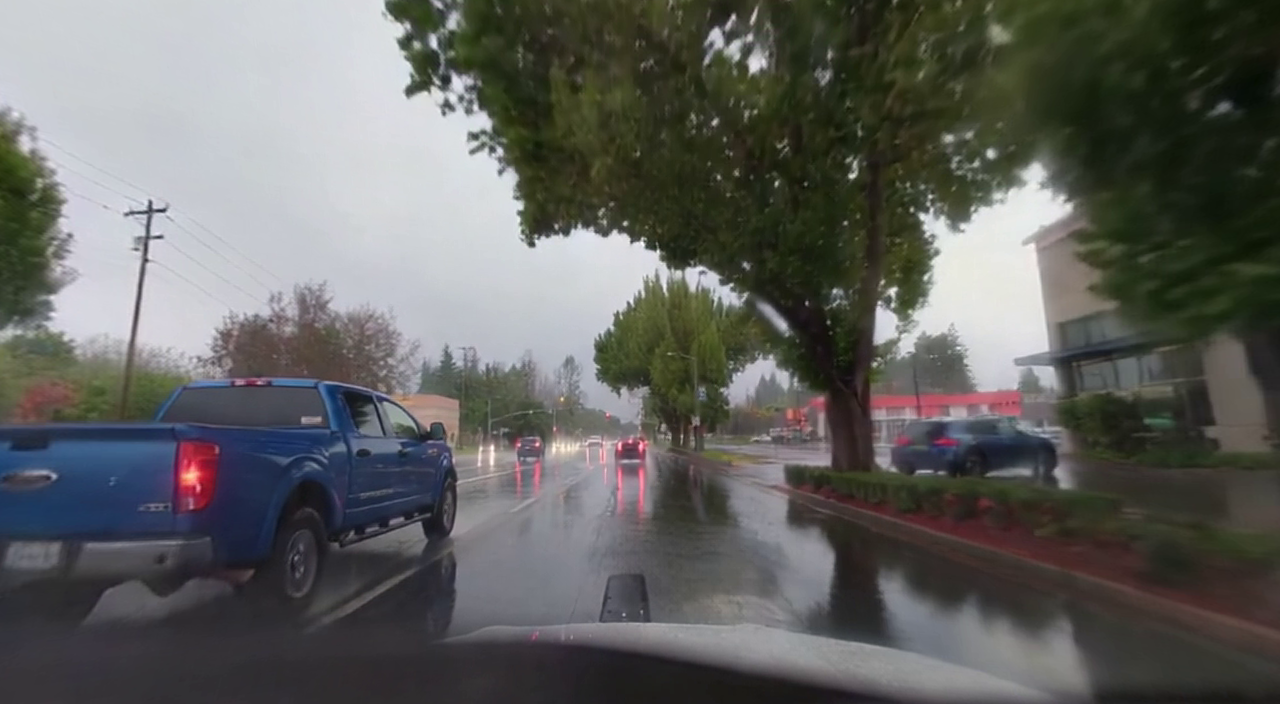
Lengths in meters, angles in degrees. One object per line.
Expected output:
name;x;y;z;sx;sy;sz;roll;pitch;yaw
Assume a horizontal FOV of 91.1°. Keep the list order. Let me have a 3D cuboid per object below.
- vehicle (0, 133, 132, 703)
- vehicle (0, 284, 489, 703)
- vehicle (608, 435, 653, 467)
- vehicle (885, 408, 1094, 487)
vehicle;-3.752;0.162;0.221;2.733;2.495;5.037;0;-8;2
vehicle;-3.717;1.178;6.251;2.552;2.079;6.810;0;-8;1
vehicle;-0.465;5.184;33.020;2.191;1.530;4.470;0;-8;0
vehicle;8.938;2.422;16.029;5.109;1.735;1.997;4;-9;-26
